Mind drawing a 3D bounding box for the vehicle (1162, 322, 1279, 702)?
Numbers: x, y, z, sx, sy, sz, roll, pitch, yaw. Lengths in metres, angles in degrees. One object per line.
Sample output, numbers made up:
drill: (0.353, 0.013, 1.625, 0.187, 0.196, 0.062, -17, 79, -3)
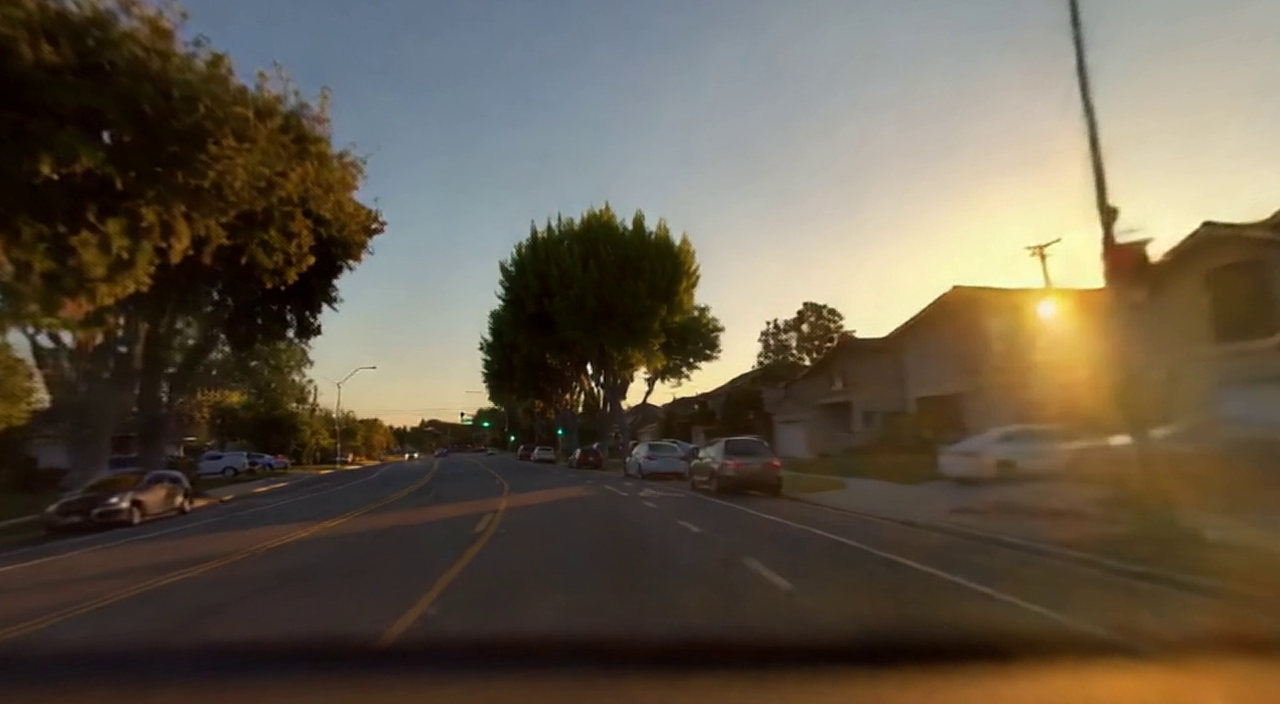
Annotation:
vehicle: (4.666, 0.451, 0.436, 2.402, 1.889, 6.910, 3, -9, -4)

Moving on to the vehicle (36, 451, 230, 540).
vehicle: (-13.376, 3.719, 17.032, 1.992, 1.677, 4.499, -6, -7, -8)

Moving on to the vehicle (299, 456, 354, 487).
vehicle: (-19.060, 7.236, 38.403, 1.932, 1.468, 4.305, -5, -7, -12)

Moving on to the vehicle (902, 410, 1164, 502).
vehicle: (9.017, 2.398, 14.703, 4.724, 1.585, 2.123, -4, -9, -7)

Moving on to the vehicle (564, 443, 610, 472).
vehicle: (-3.635, 7.014, 42.248, 2.348, 1.804, 5.207, 2, -9, -13)

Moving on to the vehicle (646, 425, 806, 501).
vehicle: (2.244, 3.354, 19.290, 2.723, 1.785, 7.174, 4, -10, -10)
